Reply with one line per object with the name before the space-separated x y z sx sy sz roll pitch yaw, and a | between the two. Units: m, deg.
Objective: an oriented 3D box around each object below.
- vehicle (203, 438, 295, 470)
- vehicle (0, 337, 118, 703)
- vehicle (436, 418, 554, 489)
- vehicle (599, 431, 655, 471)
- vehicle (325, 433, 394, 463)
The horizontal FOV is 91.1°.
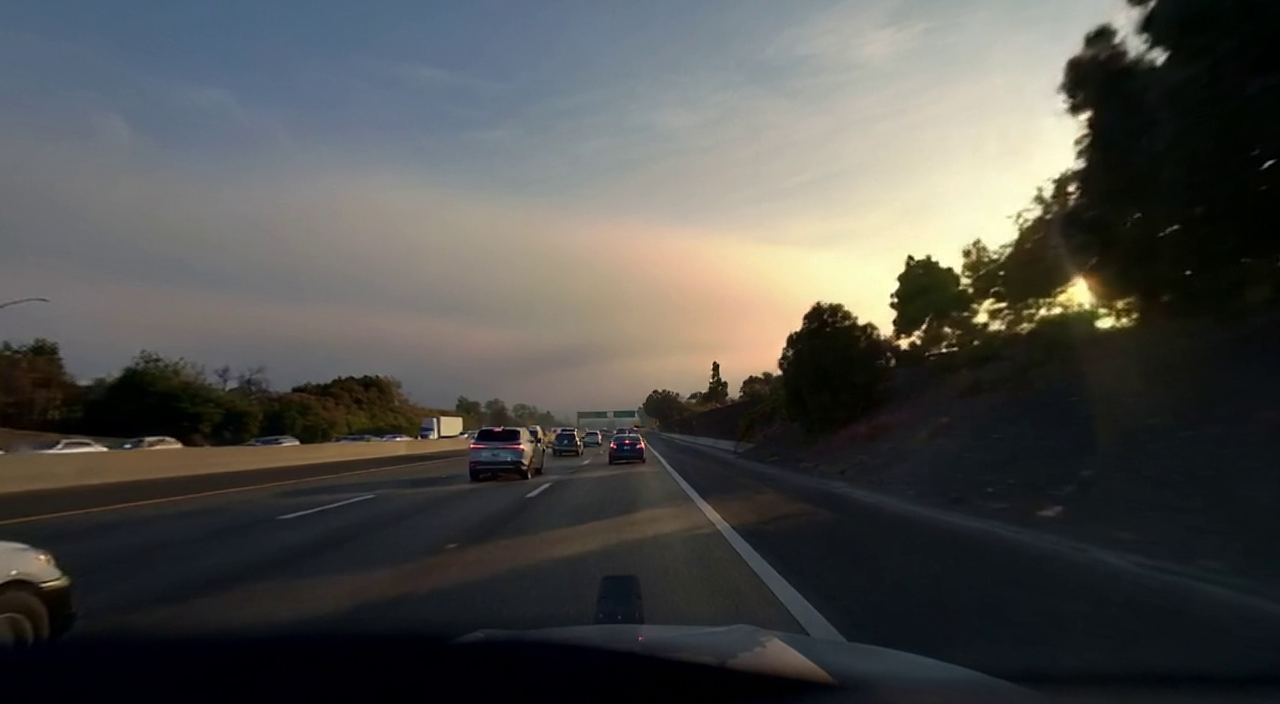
vehicle | -19.485 5.049 31.539 1.864 1.483 4.219 0 -8 1
vehicle | -3.810 0.579 1.090 2.107 1.703 4.274 0 -8 0
vehicle | -3.843 2.782 17.629 2.154 1.690 4.595 0 -8 1
vehicle | -0.483 3.882 24.902 2.070 1.452 3.834 0 -8 0
vehicle | -15.576 5.338 35.158 1.982 1.516 4.137 0 -8 0
